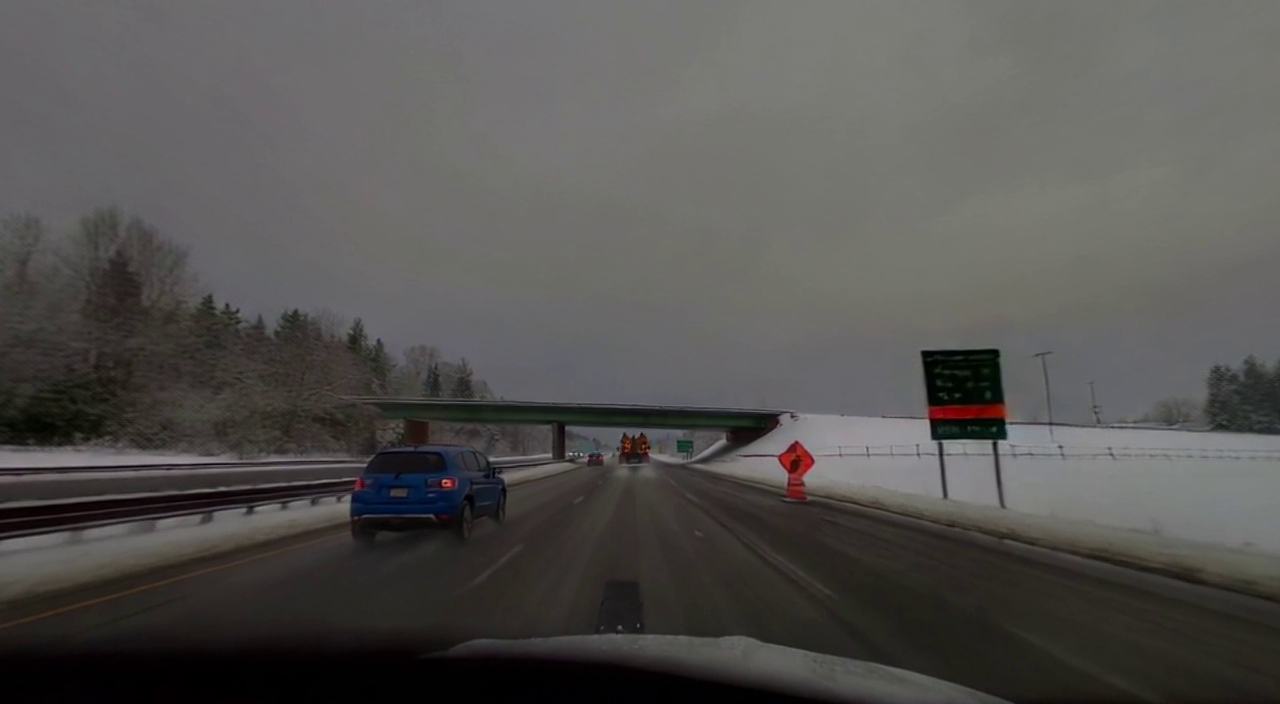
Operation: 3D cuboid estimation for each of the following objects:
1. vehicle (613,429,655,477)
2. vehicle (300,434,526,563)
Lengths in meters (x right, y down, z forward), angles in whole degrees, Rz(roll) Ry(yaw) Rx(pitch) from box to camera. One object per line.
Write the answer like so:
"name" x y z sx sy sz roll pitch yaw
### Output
"vehicle" -0.508 6.997 43.779 2.672 3.056 6.900 0 -9 -2
"vehicle" -3.317 2.220 10.315 2.088 1.643 4.215 0 -9 0
